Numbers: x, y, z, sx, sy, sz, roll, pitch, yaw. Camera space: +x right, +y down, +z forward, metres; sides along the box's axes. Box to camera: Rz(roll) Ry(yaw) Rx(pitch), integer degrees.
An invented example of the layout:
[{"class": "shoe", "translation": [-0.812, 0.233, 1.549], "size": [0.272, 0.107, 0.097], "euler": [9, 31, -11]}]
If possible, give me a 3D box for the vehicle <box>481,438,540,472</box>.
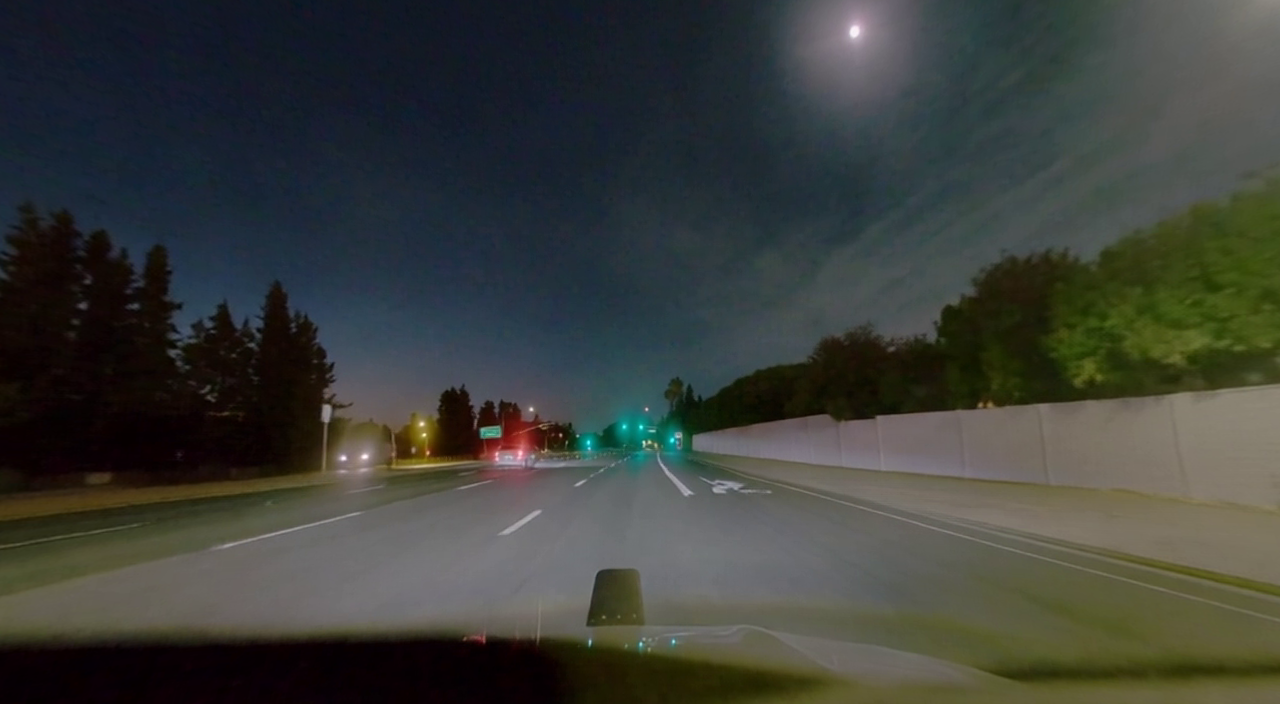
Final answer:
[{"class": "vehicle", "translation": [-7.023, 5.646, 34.835], "size": [2.115, 1.711, 4.722], "euler": [0, -9, 2]}]
